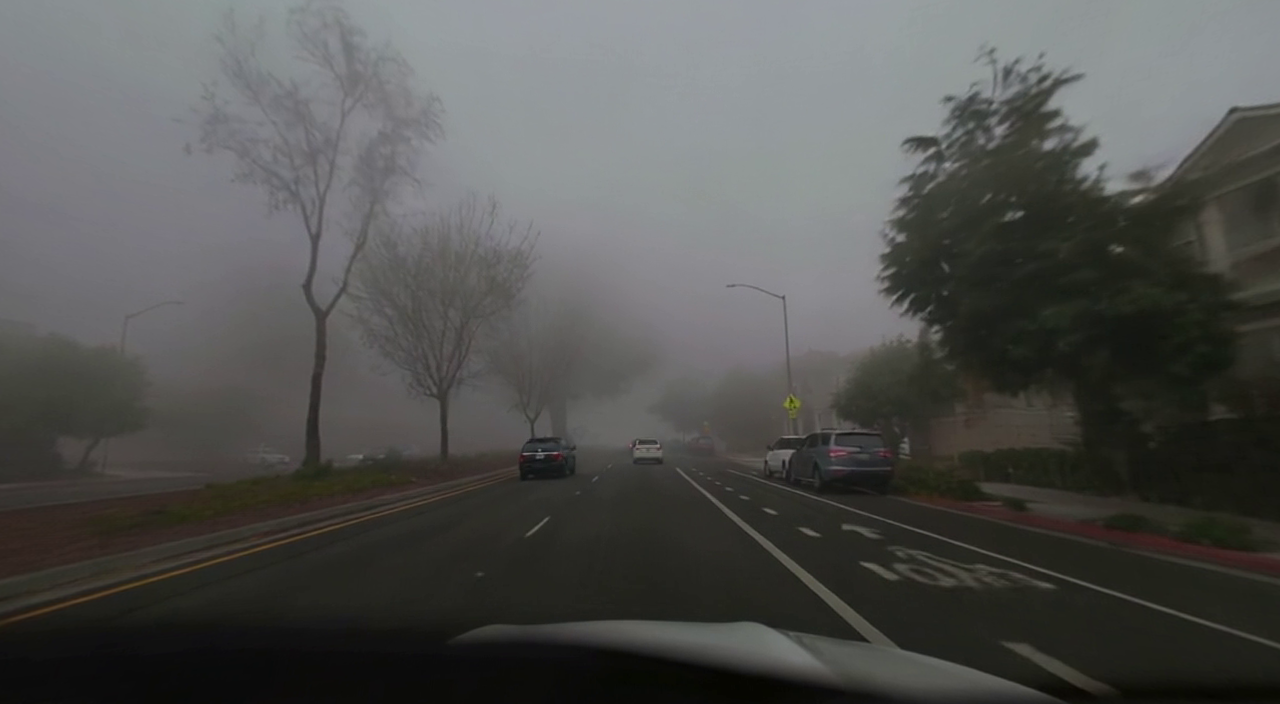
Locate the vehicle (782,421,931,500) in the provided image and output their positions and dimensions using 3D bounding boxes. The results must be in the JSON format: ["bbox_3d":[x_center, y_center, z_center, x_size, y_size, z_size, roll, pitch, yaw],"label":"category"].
[{"bbox_3d":[5.806,3.019,17.965,2.217,1.874,5.660,0,-8,0],"label":"vehicle"}]

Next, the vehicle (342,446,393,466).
[{"bbox_3d":[-19.669,7.493,45.739,1.739,1.397,4.268,0,-8,1],"label":"vehicle"}]

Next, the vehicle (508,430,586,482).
[{"bbox_3d":[-3.443,3.958,24.315,2.233,1.775,4.491,0,-8,1],"label":"vehicle"}]

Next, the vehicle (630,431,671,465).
[{"bbox_3d":[0.599,5.674,37.310,2.273,1.851,5.075,0,-8,0],"label":"vehicle"}]
